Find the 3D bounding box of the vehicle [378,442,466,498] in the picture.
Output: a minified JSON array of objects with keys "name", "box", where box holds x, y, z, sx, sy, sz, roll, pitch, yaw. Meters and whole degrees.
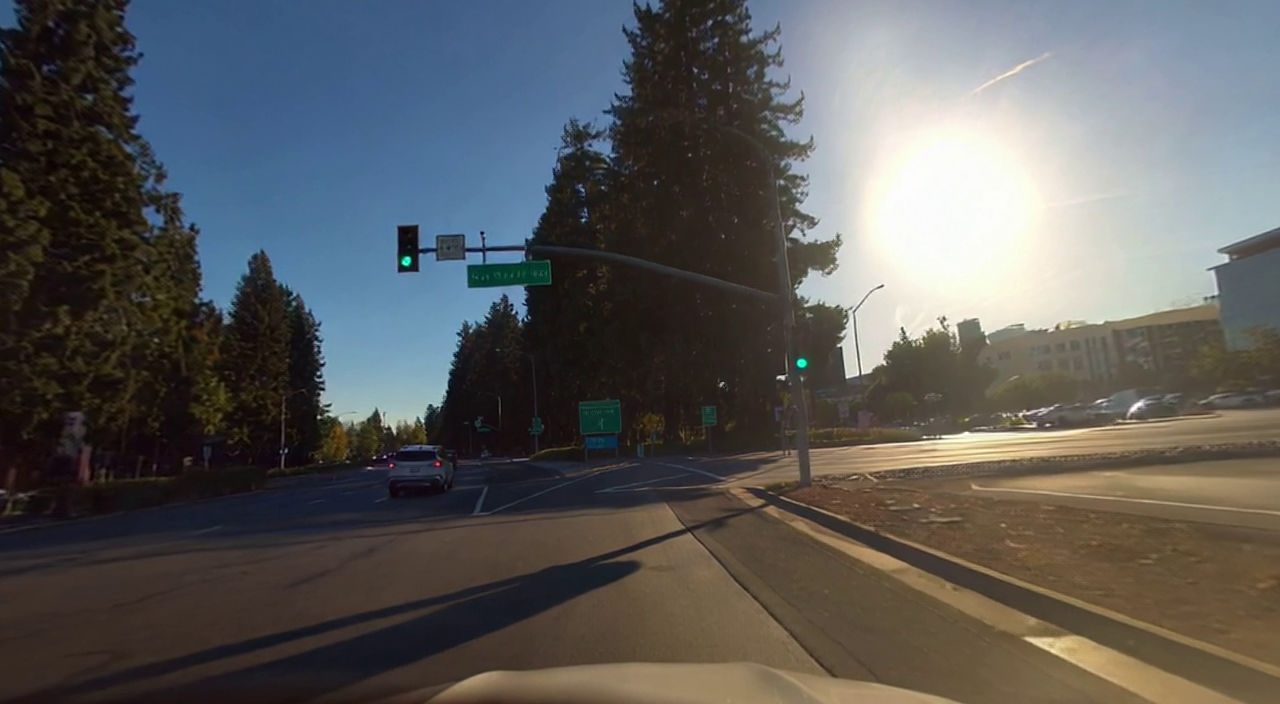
[{"name":"vehicle","box":[-7.388,4.001,21.921,2.134,1.707,4.471,1,-9,-9]}]
